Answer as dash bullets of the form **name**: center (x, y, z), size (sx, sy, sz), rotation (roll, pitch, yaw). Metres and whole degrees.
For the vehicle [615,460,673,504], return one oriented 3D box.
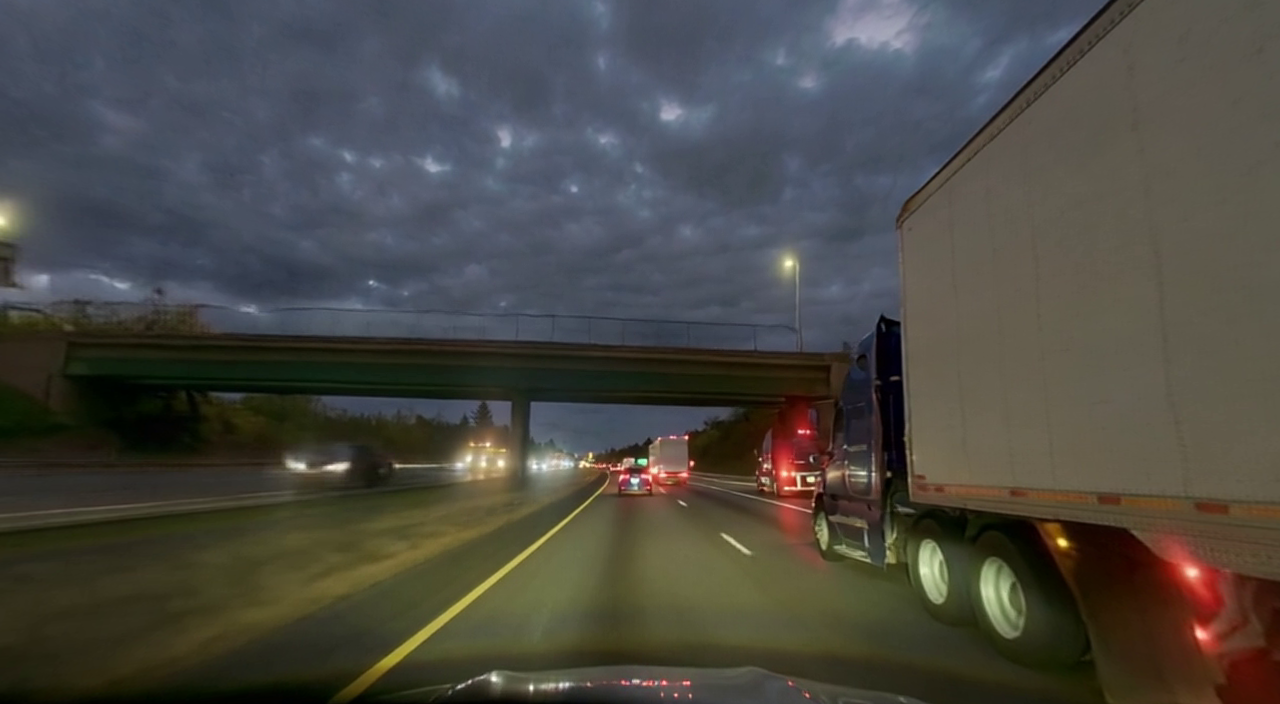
- **vehicle**: center (0.146, 5.075, 24.736), size (2.067, 1.552, 3.601), rotation (1, -11, 0)

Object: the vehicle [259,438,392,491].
- **vehicle**: center (-9.865, 3.626, 20.220), size (2.057, 1.495, 4.294), rotation (1, -11, -1)

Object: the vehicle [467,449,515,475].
- **vehicle**: center (-10.527, 7.838, 44.820), size (2.207, 1.713, 4.723), rotation (1, -11, 0)

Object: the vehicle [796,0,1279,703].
- **vehicle**: center (3.732, -0.305, 1.805), size (2.831, 4.150, 14.519), rotation (1, -11, 0)
